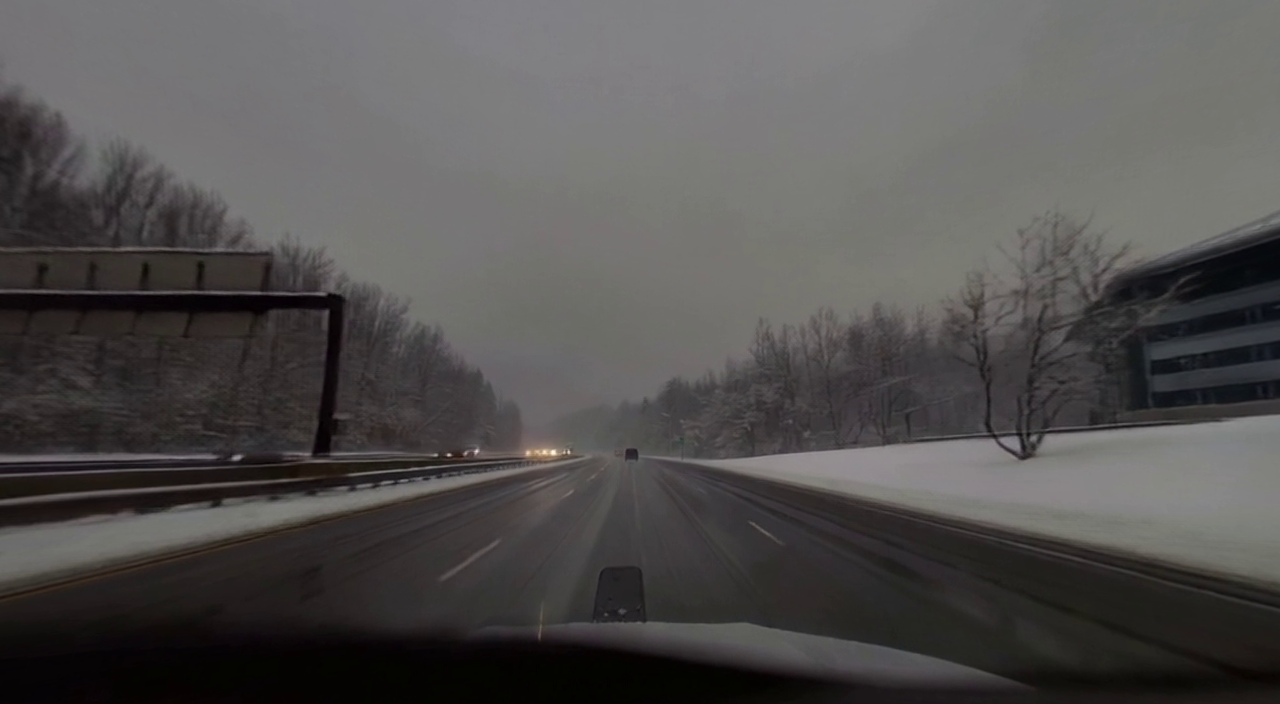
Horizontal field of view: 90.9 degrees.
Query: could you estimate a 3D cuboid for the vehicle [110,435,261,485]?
[{"bbox_3d":[-14.946,3.585,21.096,1.797,1.477,4.388,0,-9,-1],"label":"vehicle"}]
